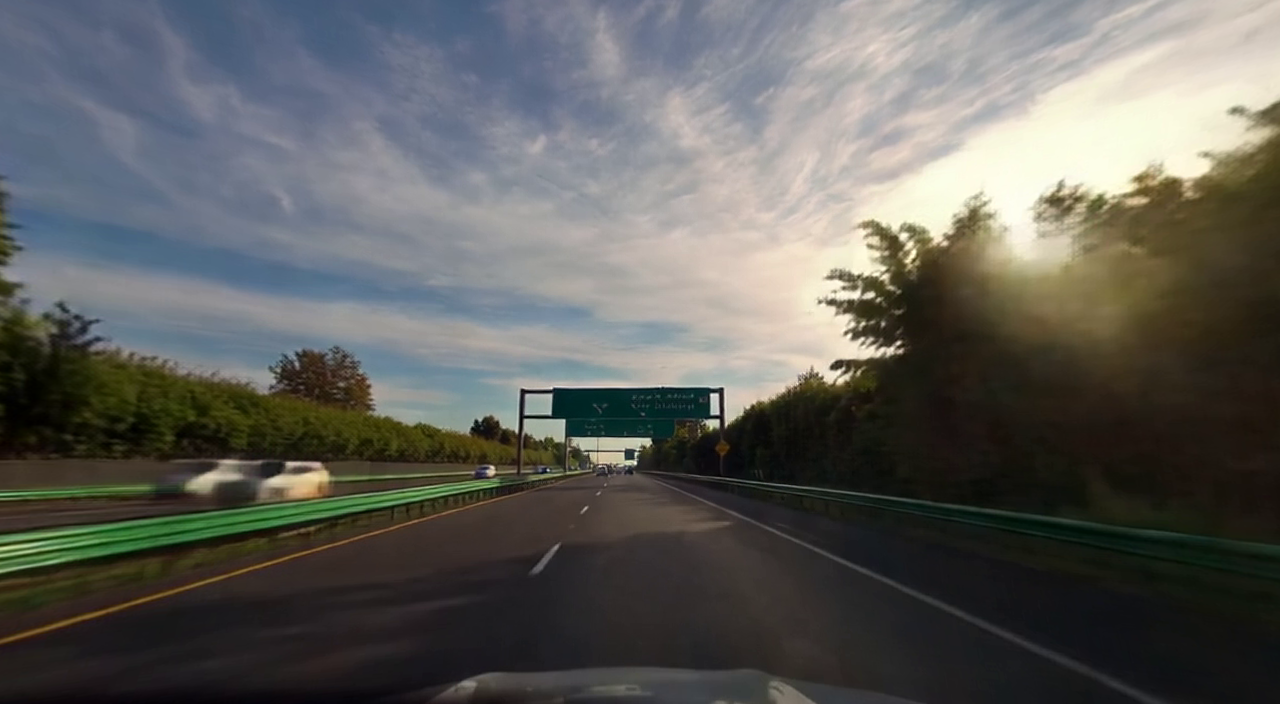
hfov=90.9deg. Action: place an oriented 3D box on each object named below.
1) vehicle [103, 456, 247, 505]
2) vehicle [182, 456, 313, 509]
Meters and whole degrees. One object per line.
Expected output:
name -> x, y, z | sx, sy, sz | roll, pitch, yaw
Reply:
vehicle -> -15.956, 4.423, 21.972 | 1.773, 1.493, 4.313 | 1, -10, -2
vehicle -> -11.780, 3.933, 19.212 | 1.712, 1.420, 3.493 | 1, -10, -1
